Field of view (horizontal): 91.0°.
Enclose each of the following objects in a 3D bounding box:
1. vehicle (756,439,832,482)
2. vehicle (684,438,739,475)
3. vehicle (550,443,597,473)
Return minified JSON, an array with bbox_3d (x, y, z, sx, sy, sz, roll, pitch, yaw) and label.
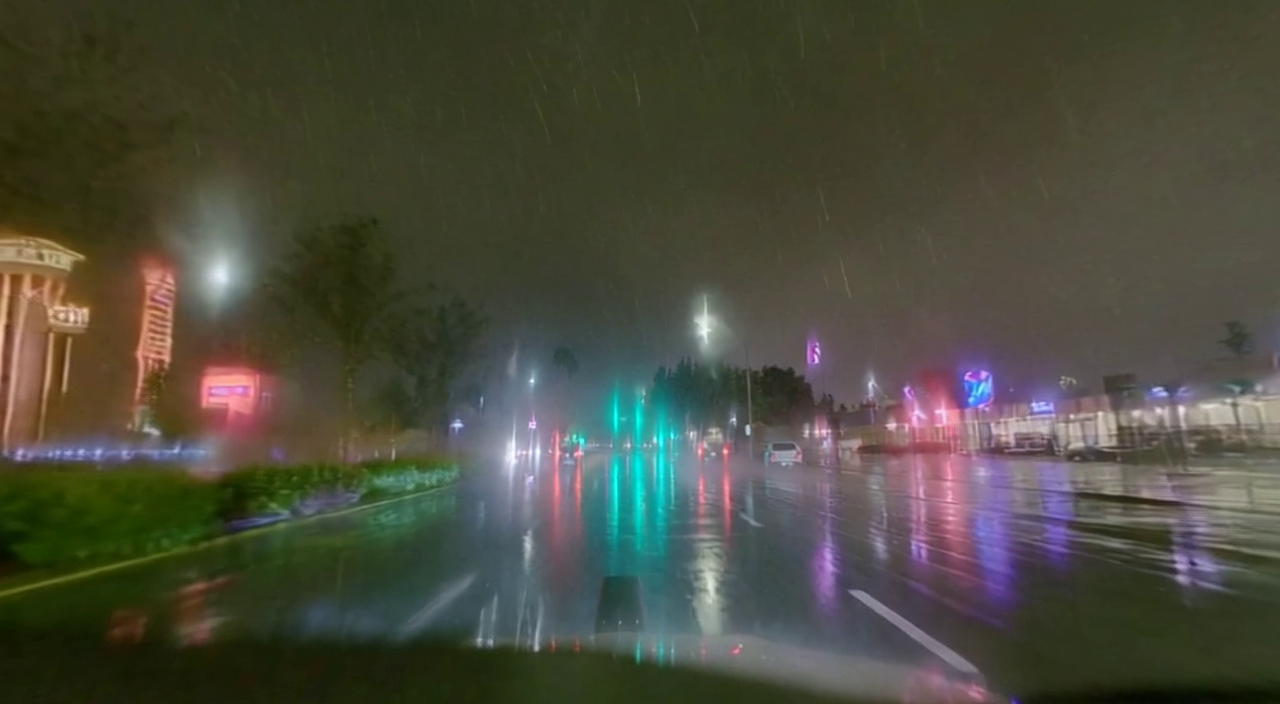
[{"bbox_3d":[6.766,4.794,28.234,2.182,1.744,4.600,0,-8,-1],"label":"vehicle"},{"bbox_3d":[3.545,5.270,31.933,2.083,1.743,4.354,0,-8,-3],"label":"vehicle"},{"bbox_3d":[-3.354,5.453,32.624,2.005,1.477,4.169,0,-8,0],"label":"vehicle"}]
